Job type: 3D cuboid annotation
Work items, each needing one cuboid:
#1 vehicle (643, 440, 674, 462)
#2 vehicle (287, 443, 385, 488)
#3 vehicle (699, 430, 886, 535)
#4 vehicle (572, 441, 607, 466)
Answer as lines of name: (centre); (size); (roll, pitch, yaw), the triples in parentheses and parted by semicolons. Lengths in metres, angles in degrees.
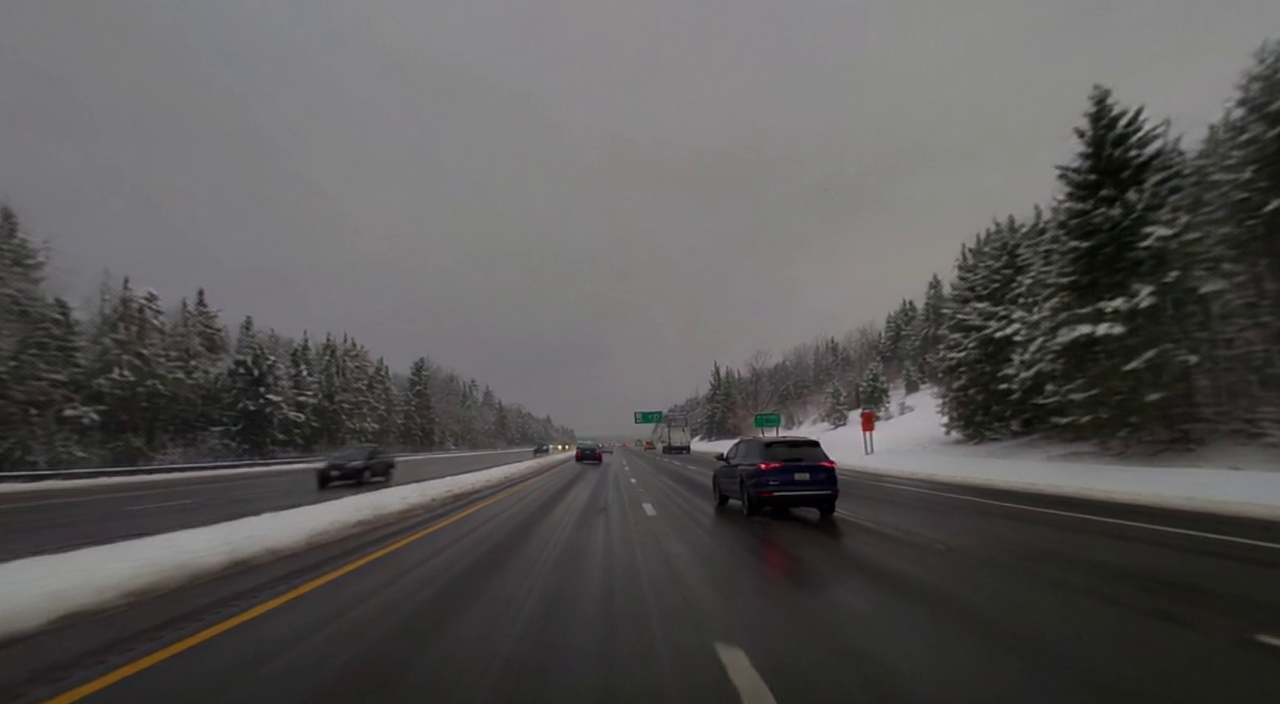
vehicle: (1.330, 7.337, 46.813); (1.995, 1.556, 3.893); (0, -8, -4)
vehicle: (-11.361, 4.218, 23.890); (1.918, 1.515, 3.988); (0, -8, -3)
vehicle: (2.450, 2.223, 11.596); (1.961, 1.495, 4.743); (1, -8, -4)
vehicle: (-3.142, 6.385, 39.878); (2.055, 1.466, 4.317); (0, -8, -3)
